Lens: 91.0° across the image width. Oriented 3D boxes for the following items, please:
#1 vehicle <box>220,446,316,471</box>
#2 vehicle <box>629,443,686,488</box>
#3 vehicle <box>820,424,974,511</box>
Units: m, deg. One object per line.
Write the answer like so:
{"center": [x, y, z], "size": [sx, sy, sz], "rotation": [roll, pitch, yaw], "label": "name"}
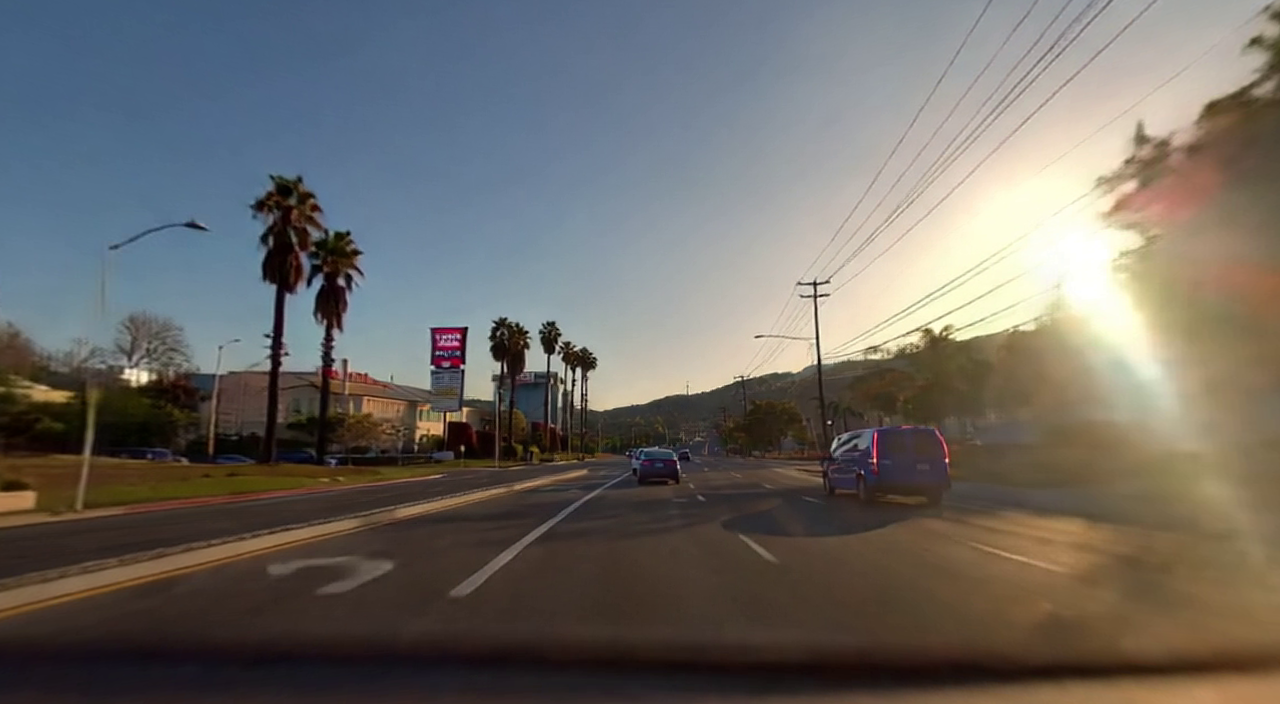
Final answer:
{"center": [-23.765, 6.799, 40.298], "size": [4.942, 1.557, 2.032], "rotation": [-1, -9, 7], "label": "vehicle"}
{"center": [0.727, 4.604, 25.790], "size": [2.138, 1.672, 4.168], "rotation": [0, -9, 2], "label": "vehicle"}
{"center": [6.378, 2.930, 16.319], "size": [2.107, 1.928, 4.471], "rotation": [0, -9, 1], "label": "vehicle"}
